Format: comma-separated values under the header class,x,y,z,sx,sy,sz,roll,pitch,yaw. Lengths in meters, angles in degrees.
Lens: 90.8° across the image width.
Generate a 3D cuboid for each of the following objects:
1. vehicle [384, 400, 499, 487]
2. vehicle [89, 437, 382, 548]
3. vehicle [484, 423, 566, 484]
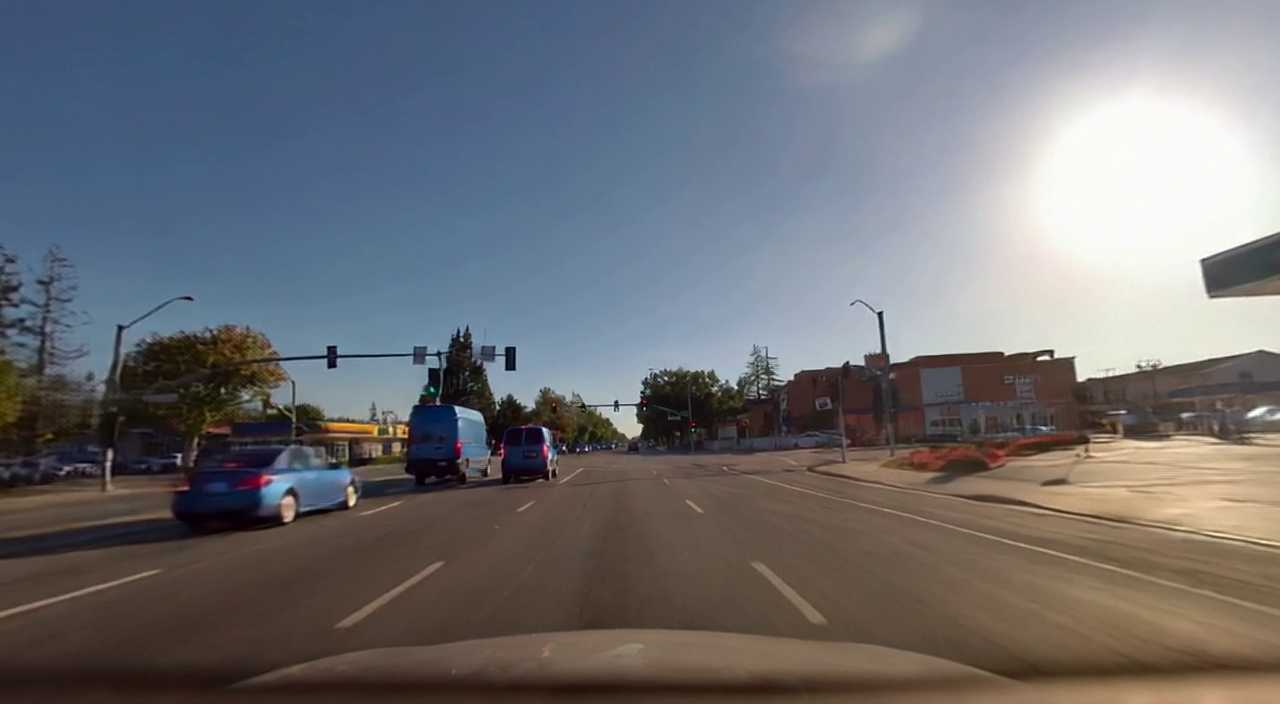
class,x,y,z,sx,sy,sz,roll,pitch,yaw
vehicle,-6.839,3.257,22.637,2.405,2.696,5.561,0,-8,-2
vehicle,-6.480,2.252,11.010,1.993,1.490,4.768,0,-8,-1
vehicle,-4.132,3.775,23.737,2.206,2.007,5.190,0,-8,-1
